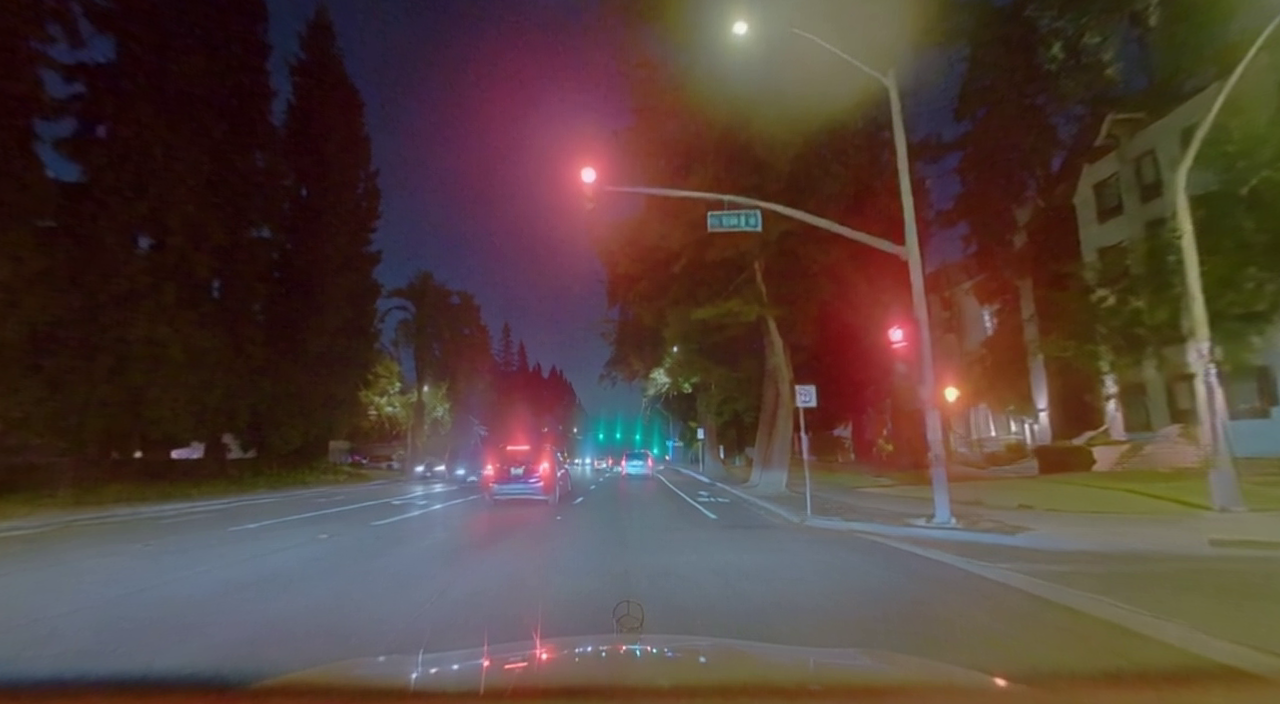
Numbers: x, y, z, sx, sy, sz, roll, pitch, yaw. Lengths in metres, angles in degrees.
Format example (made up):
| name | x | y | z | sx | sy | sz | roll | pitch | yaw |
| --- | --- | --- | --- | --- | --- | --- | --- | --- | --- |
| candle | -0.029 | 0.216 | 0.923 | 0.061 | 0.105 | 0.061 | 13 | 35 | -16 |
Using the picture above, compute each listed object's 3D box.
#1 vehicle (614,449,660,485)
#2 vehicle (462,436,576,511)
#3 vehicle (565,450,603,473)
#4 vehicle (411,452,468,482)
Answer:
| name | x | y | z | sx | sy | sz | roll | pitch | yaw |
| --- | --- | --- | --- | --- | --- | --- | --- | --- | --- |
| vehicle | -0.136 | 5.439 | 30.139 | 2.062 | 1.518 | 3.901 | 0 | -8 | 0 |
| vehicle | -3.113 | 3.234 | 17.355 | 2.157 | 1.771 | 4.452 | 0 | -8 | 1 |
| vehicle | -3.847 | 7.636 | 44.294 | 2.268 | 1.522 | 4.350 | 0 | -8 | 0 |
| vehicle | -12.823 | 7.398 | 40.748 | 2.034 | 1.661 | 4.686 | -4 | -10 | 2 |
